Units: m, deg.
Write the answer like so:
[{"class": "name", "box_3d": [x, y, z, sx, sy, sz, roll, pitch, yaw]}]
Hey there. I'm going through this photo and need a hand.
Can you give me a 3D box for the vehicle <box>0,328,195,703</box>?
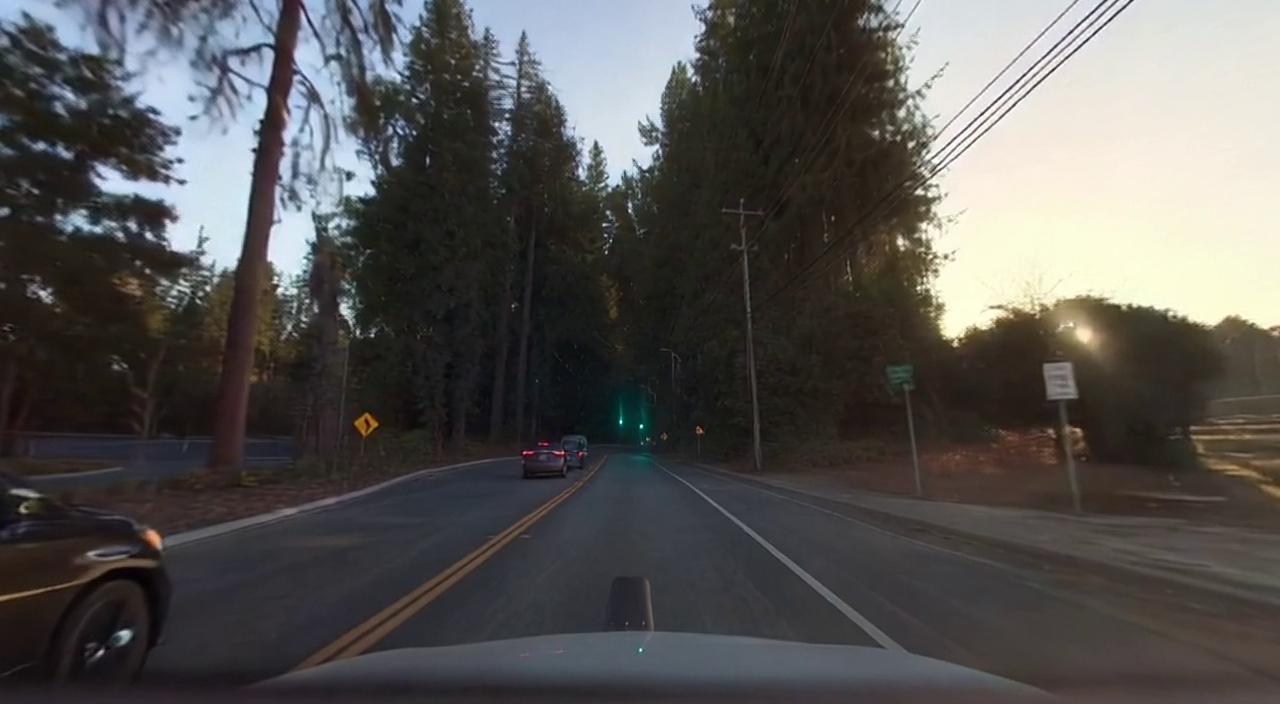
[{"class": "vehicle", "box_3d": [-3.822, 0.615, 1.380, 2.161, 1.796, 4.738, 0, -8, 1]}]
